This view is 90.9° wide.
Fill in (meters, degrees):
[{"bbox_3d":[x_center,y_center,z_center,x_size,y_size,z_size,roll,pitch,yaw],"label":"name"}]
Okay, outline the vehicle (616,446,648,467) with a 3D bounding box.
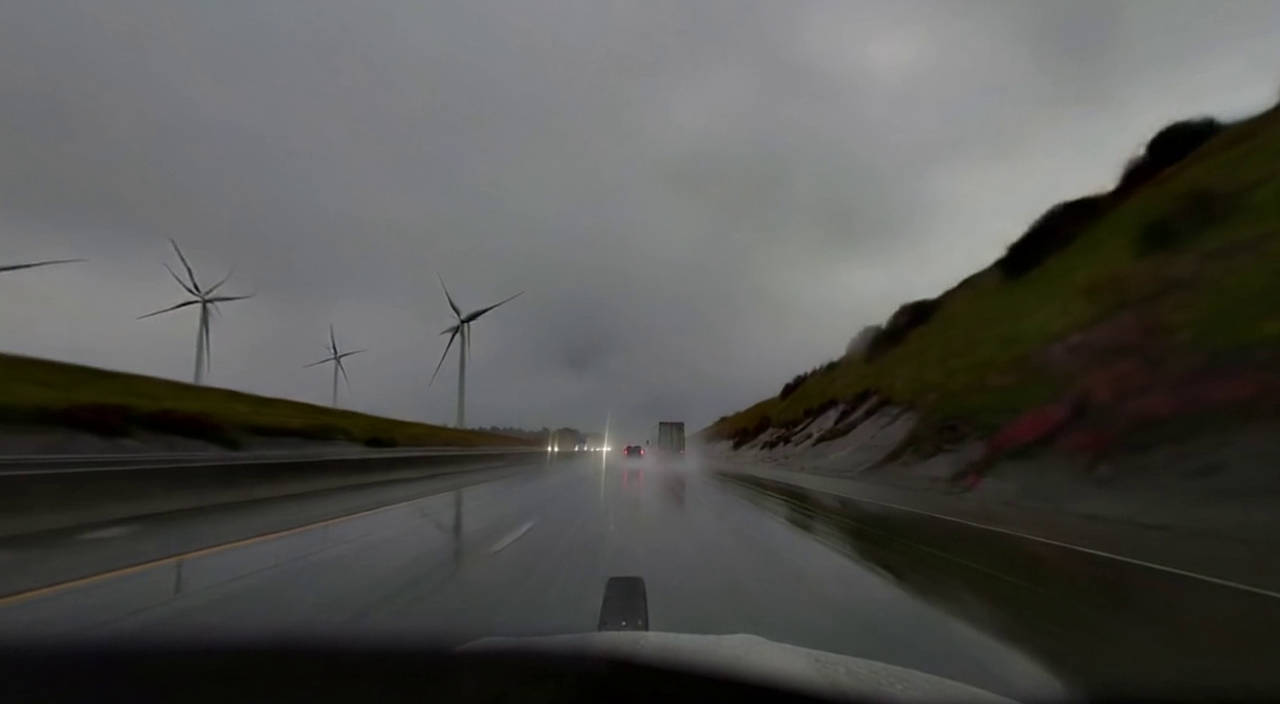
[{"bbox_3d":[-0.588,7.689,46.436,2.209,1.453,3.695,0,-9,-1],"label":"vehicle"}]
